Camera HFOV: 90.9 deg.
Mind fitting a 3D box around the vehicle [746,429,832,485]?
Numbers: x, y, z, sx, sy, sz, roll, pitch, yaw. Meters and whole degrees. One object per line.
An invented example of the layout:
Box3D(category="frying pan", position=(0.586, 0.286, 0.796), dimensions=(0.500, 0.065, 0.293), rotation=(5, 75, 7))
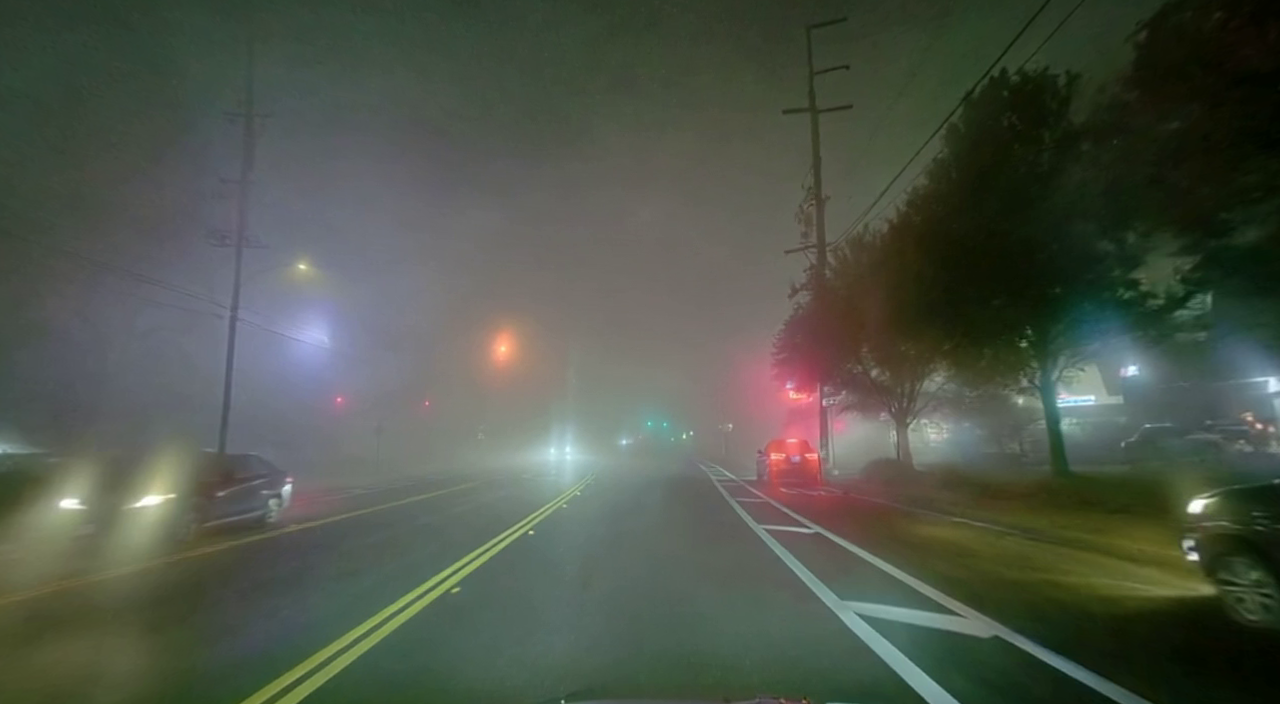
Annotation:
Box3D(category="vehicle", position=(5.452, 3.909, 23.732), dimensions=(2.182, 1.850, 4.705), rotation=(0, -9, 2))

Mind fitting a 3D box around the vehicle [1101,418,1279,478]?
Box3D(category="vehicle", position=(17.130, 2.985, 19.508), dimensions=(4.159, 1.721, 1.994), rotation=(1, -9, -6))

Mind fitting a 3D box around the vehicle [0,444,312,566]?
Box3D(category="vehicle", position=(-7.389, 2.202, 9.979), dimensions=(1.913, 1.464, 4.526), rotation=(0, -8, 0))
